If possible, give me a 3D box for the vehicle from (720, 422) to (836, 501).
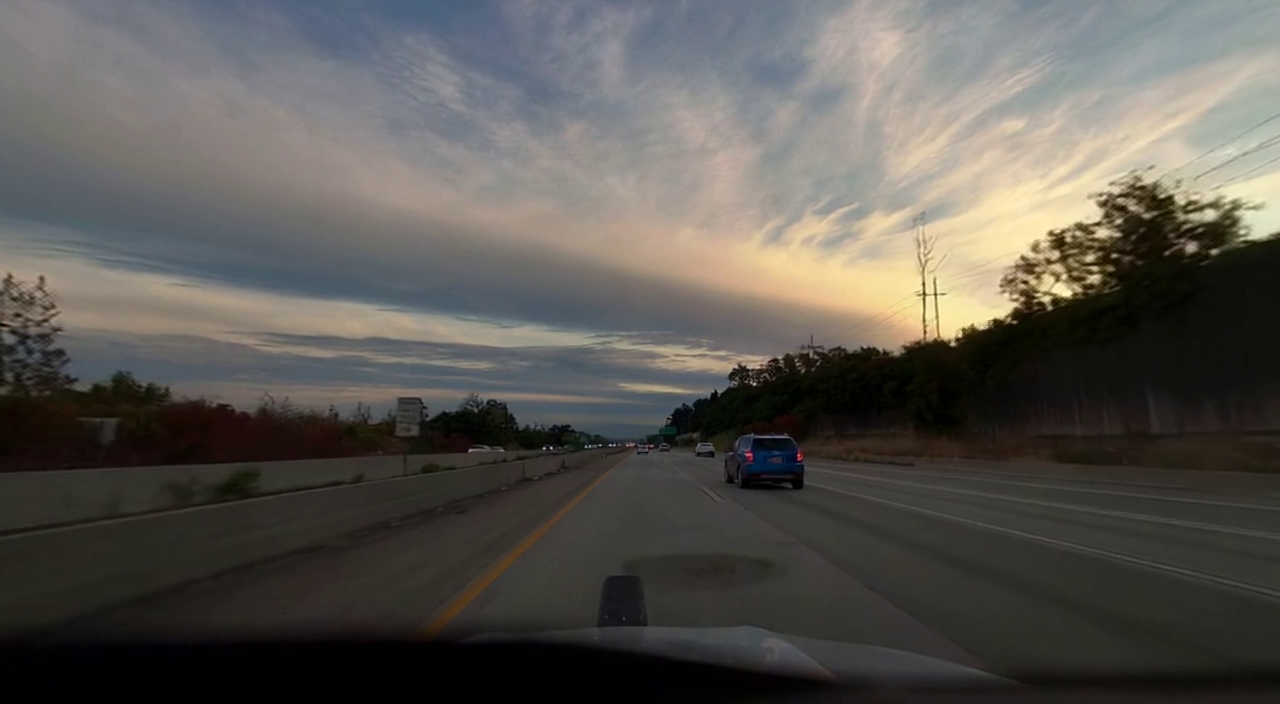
[{"bbox_3d":[3.526,2.882,17.035,2.120,1.832,4.287,0,-8,0],"label":"vehicle"}]
